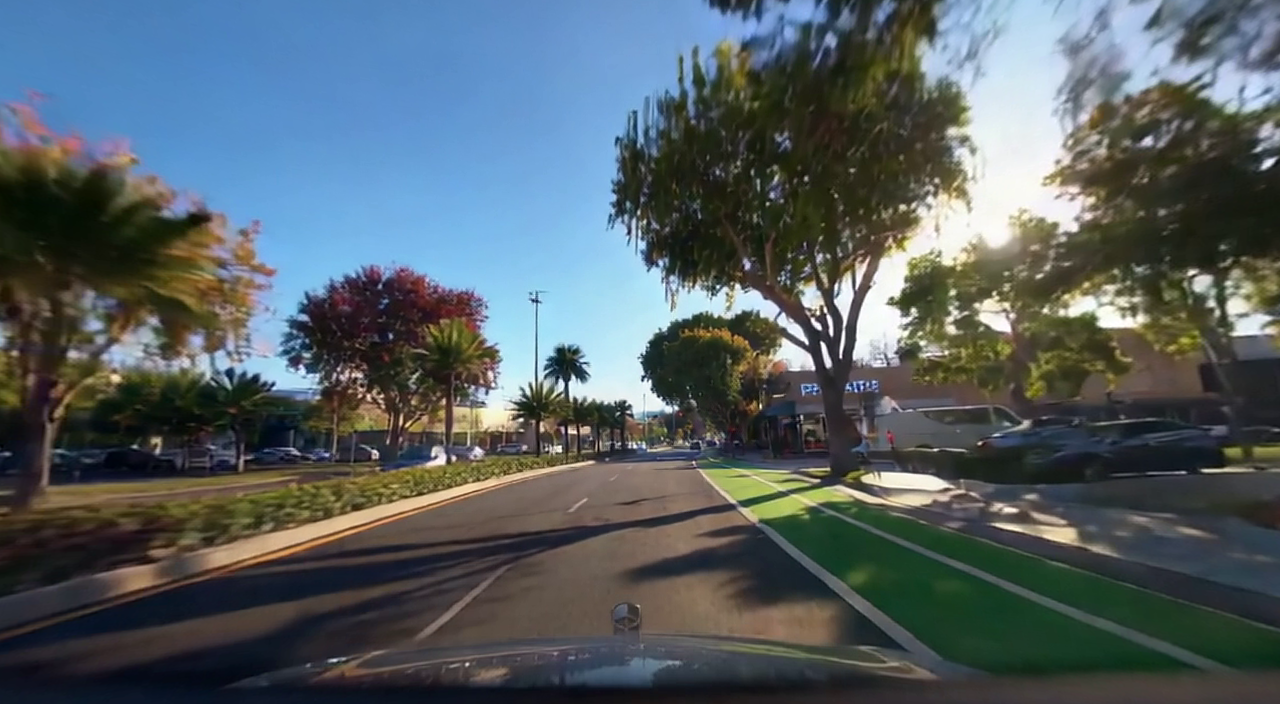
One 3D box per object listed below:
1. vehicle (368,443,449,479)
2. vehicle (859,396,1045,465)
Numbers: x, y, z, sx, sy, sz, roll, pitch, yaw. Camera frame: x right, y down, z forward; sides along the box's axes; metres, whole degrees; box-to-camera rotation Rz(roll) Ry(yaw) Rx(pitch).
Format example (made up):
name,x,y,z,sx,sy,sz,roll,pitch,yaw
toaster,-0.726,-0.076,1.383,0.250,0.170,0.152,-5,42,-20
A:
name,x,y,z,sx,sy,sz,roll,pitch,yaw
vehicle,-10.479,4.959,28.953,1.925,1.492,4.200,-1,-9,3
vehicle,15.008,3.823,30.739,7.635,3.131,2.691,0,-9,-5
